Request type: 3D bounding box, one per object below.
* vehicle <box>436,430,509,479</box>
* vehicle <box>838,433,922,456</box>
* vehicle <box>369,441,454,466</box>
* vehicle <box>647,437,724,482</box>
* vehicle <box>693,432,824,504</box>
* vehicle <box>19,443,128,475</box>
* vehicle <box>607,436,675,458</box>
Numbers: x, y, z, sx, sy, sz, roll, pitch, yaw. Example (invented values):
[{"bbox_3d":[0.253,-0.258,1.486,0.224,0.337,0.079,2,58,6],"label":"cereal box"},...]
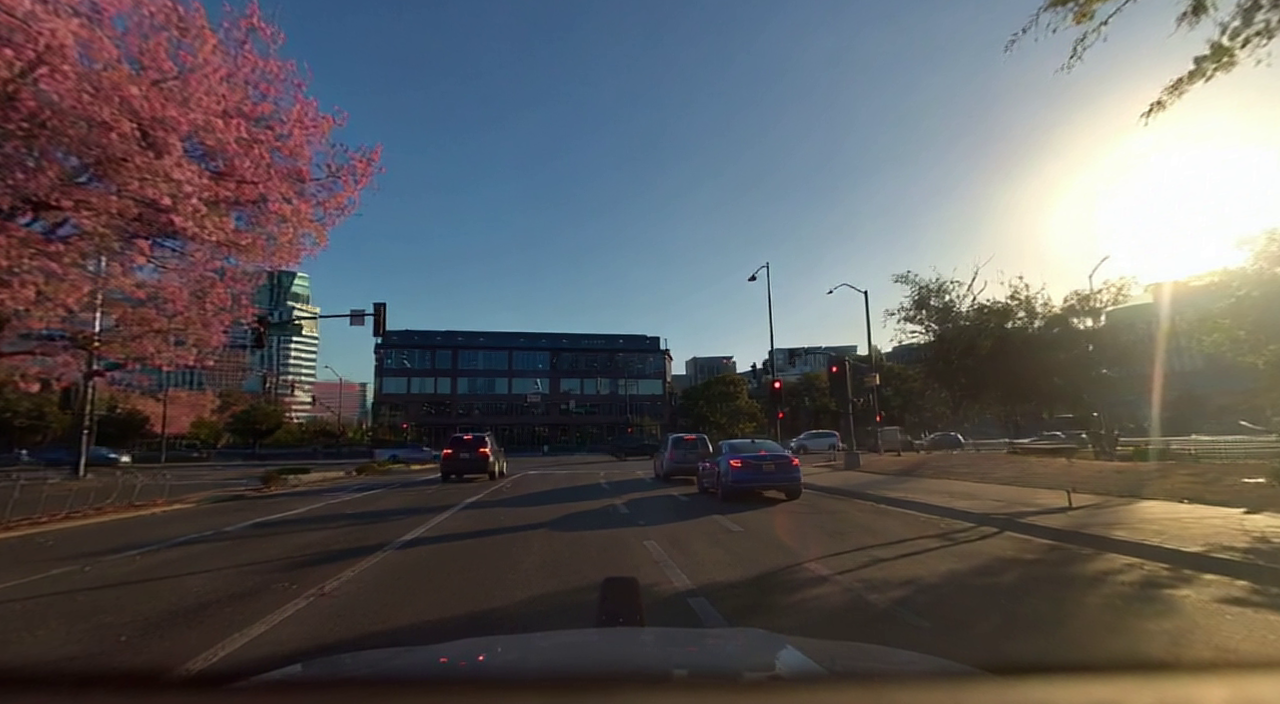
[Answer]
[{"bbox_3d":[-6.438,3.982,24.780,1.995,1.703,4.367,1,-8,-5],"label":"vehicle"},{"bbox_3d":[16.031,6.170,42.273,4.829,1.470,1.874,1,-8,-6],"label":"vehicle"},{"bbox_3d":[-14.049,6.263,39.022,4.526,1.452,1.920,1,-8,-6],"label":"vehicle"},{"bbox_3d":[1.515,3.822,22.778,2.007,1.466,4.291,1,-9,-6],"label":"vehicle"},{"bbox_3d":[2.733,2.797,15.703,2.019,1.518,4.285,1,-9,-6],"label":"vehicle"},{"bbox_3d":[-32.785,6.178,36.651,4.263,1.769,1.870,1,-8,-6],"label":"vehicle"},{"bbox_3d":[0.011,6.615,43.899,4.549,1.439,1.794,1,-8,-6],"label":"vehicle"}]
